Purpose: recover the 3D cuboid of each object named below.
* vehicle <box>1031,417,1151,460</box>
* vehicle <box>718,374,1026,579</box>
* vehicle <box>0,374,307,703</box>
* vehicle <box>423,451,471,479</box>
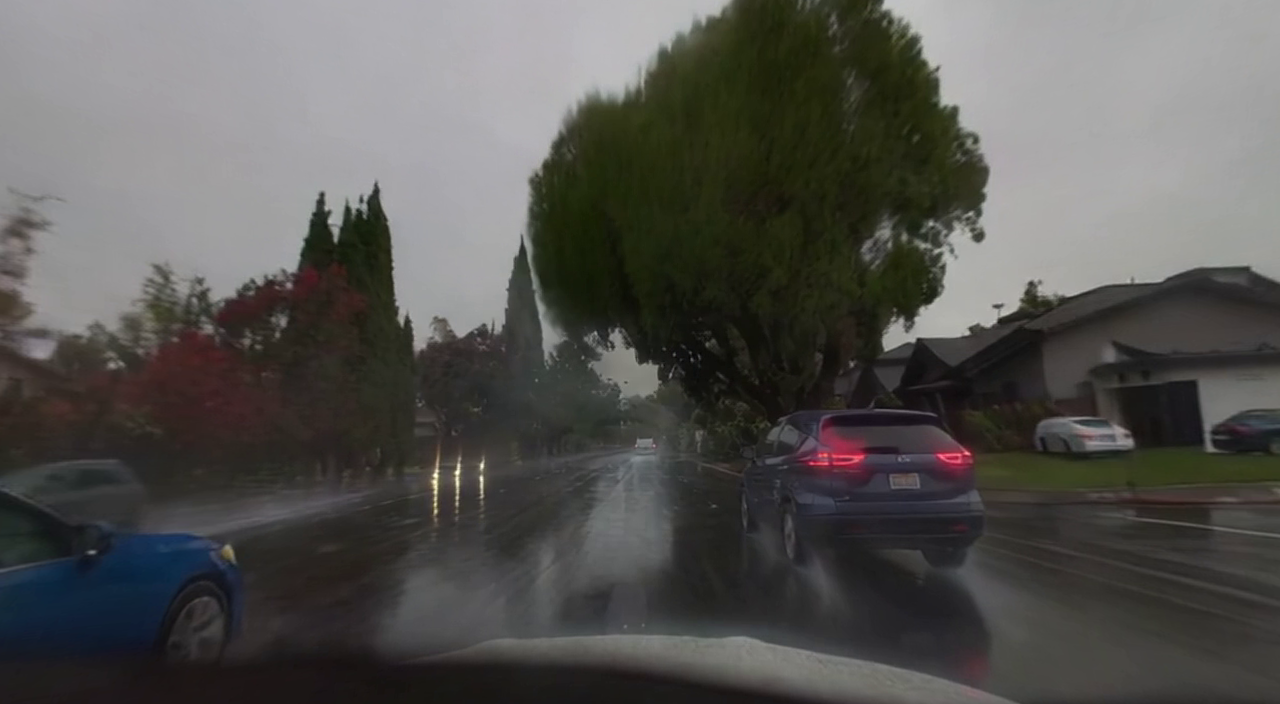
[{"bbox_3d":[16.939,3.289,23.892,1.822,1.496,3.560,0,-8,-1],"label":"vehicle"},{"bbox_3d":[2.691,1.668,9.232,2.338,2.063,5.592,0,-8,0],"label":"vehicle"},{"bbox_3d":[-3.341,0.879,2.007,2.058,1.659,4.514,0,-8,0],"label":"vehicle"},{"bbox_3d":[-13.261,7.757,43.542,2.002,1.729,4.441,0,-8,-2],"label":"vehicle"}]
